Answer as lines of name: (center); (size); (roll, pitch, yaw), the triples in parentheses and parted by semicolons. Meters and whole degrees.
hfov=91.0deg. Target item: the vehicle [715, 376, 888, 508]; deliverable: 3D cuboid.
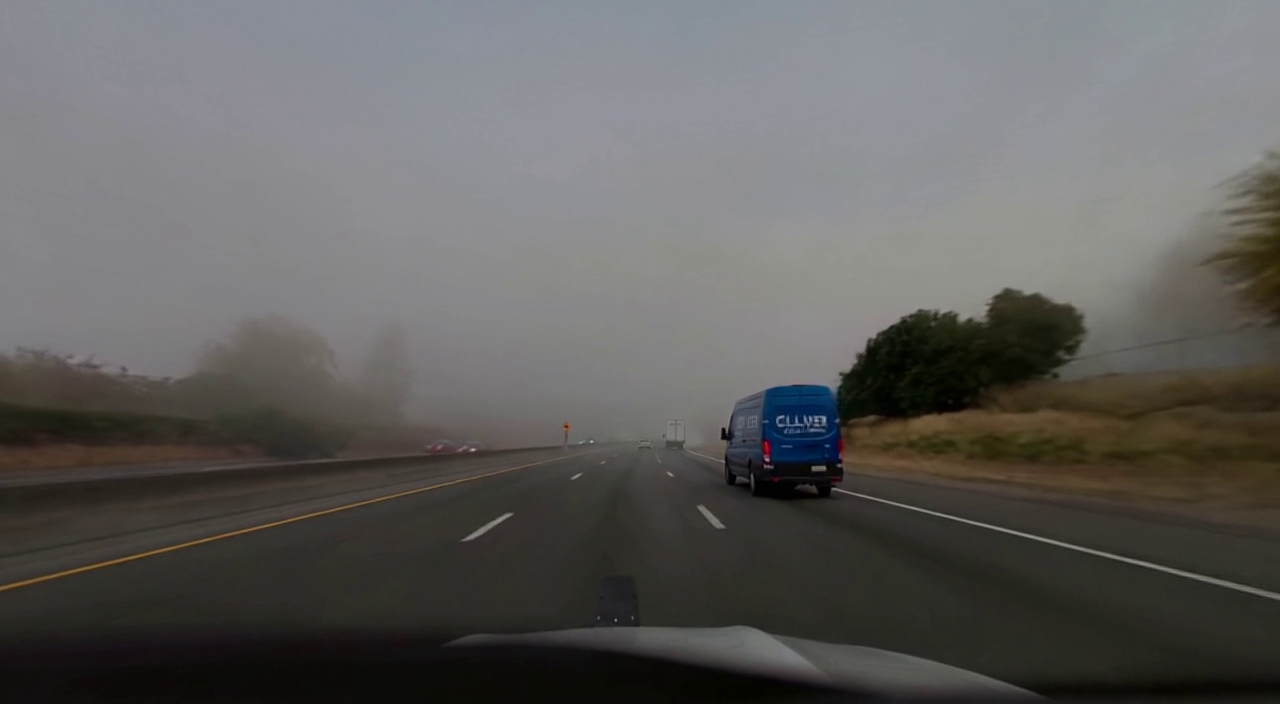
vehicle: (3.498, 2.141, 15.159); (2.485, 2.562, 5.535); (0, -8, -2)
